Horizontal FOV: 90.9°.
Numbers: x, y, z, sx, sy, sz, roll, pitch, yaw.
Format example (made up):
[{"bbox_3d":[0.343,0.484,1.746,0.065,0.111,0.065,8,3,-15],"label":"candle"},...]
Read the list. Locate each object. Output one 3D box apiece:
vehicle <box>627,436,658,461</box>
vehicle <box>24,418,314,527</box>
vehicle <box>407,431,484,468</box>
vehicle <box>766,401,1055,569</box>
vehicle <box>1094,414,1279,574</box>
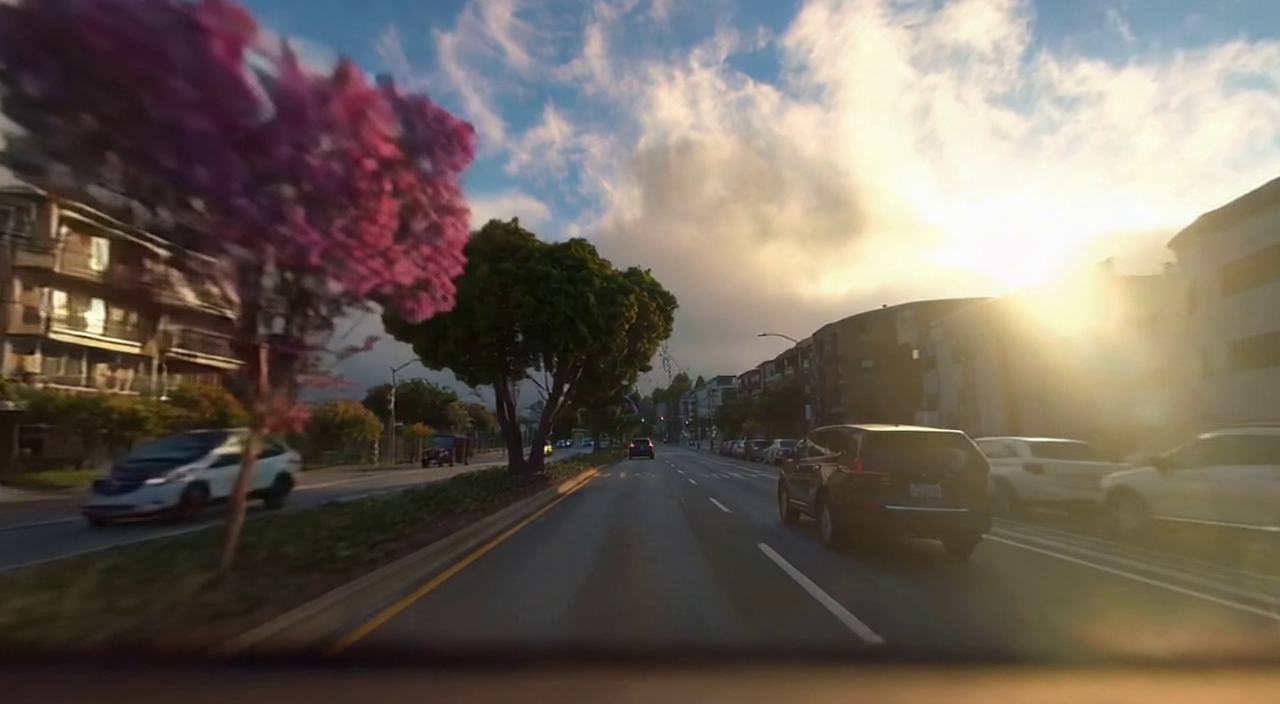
[{"bbox_3d":[0.218,7.395,48.571,2.244,1.813,4.129,0,-8,1],"label":"vehicle"},{"bbox_3d":[-8.386,2.161,11.940,2.042,1.654,4.504,0,-8,-1],"label":"vehicle"},{"bbox_3d":[-10.609,5.365,34.988,2.502,1.881,5.953,0,-8,-2],"label":"vehicle"},{"bbox_3d":[3.286,1.710,8.921,2.071,1.747,4.549,0,-8,0],"label":"vehicle"},{"bbox_3d":[7.628,1.542,6.976,1.869,1.658,4.405,0,-8,0],"label":"vehicle"}]
